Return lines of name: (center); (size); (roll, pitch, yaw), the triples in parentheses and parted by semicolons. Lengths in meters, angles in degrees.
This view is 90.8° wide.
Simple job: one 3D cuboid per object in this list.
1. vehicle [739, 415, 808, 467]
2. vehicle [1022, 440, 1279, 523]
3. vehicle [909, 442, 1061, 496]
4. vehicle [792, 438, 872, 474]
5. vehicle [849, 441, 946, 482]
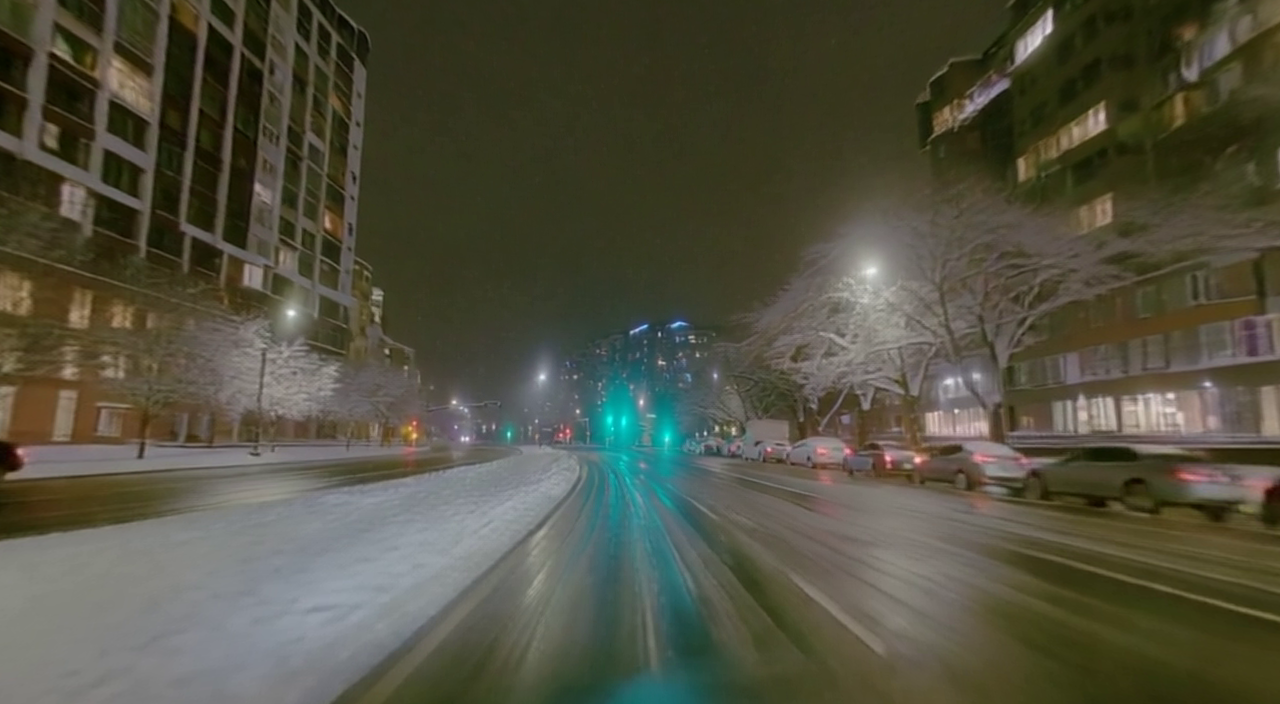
vehicle: (8.959, 6.084, 43.202); (2.853, 3.253, 6.441); (0, -9, -4)
vehicle: (10.905, 2.707, 13.863); (1.838, 1.466, 4.704); (1, -9, -4)
vehicle: (10.564, 3.597, 19.887); (1.895, 1.467, 4.885); (0, -9, -2)
vehicle: (9.848, 5.398, 33.015); (2.050, 1.699, 5.584); (1, -9, -4)
vehicle: (10.361, 4.426, 25.820); (1.801, 1.489, 4.339); (1, -9, -6)
